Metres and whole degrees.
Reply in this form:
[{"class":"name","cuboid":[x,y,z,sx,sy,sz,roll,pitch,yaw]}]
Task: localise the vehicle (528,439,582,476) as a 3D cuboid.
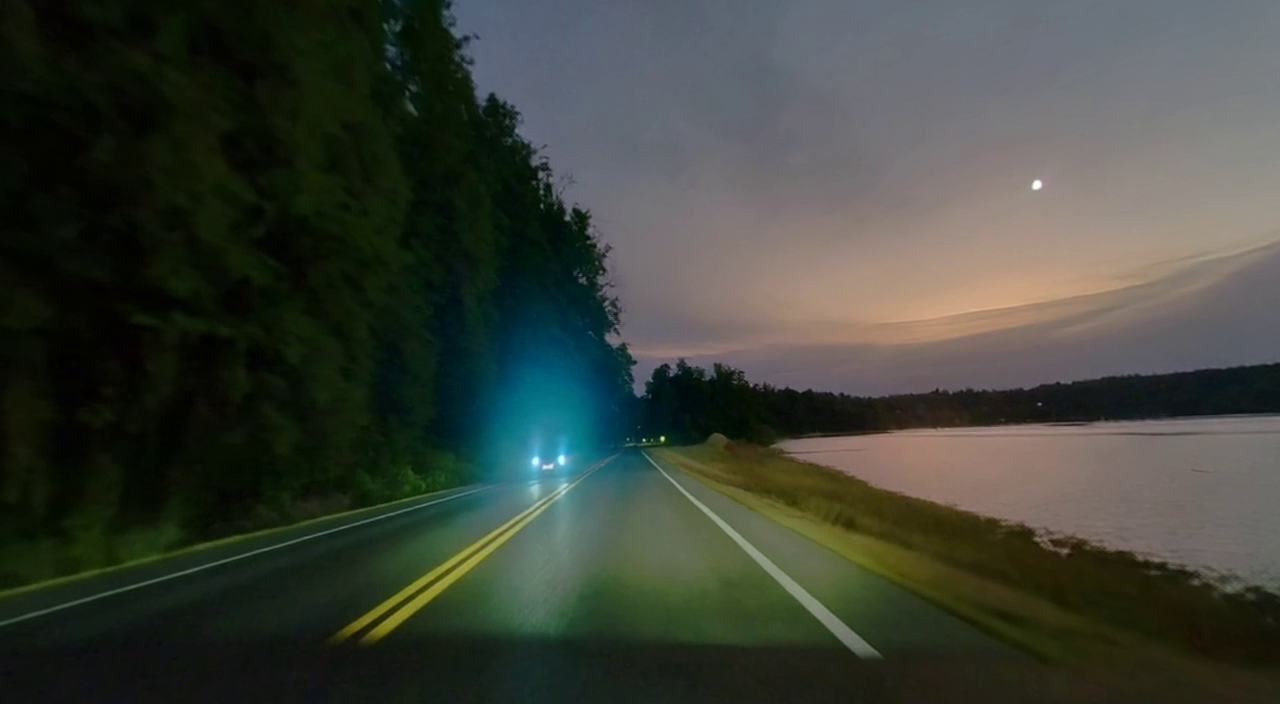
[{"class":"vehicle","cuboid":[-4.510,5.690,34.200,2.228,1.834,4.621,0,-9,0]}]
